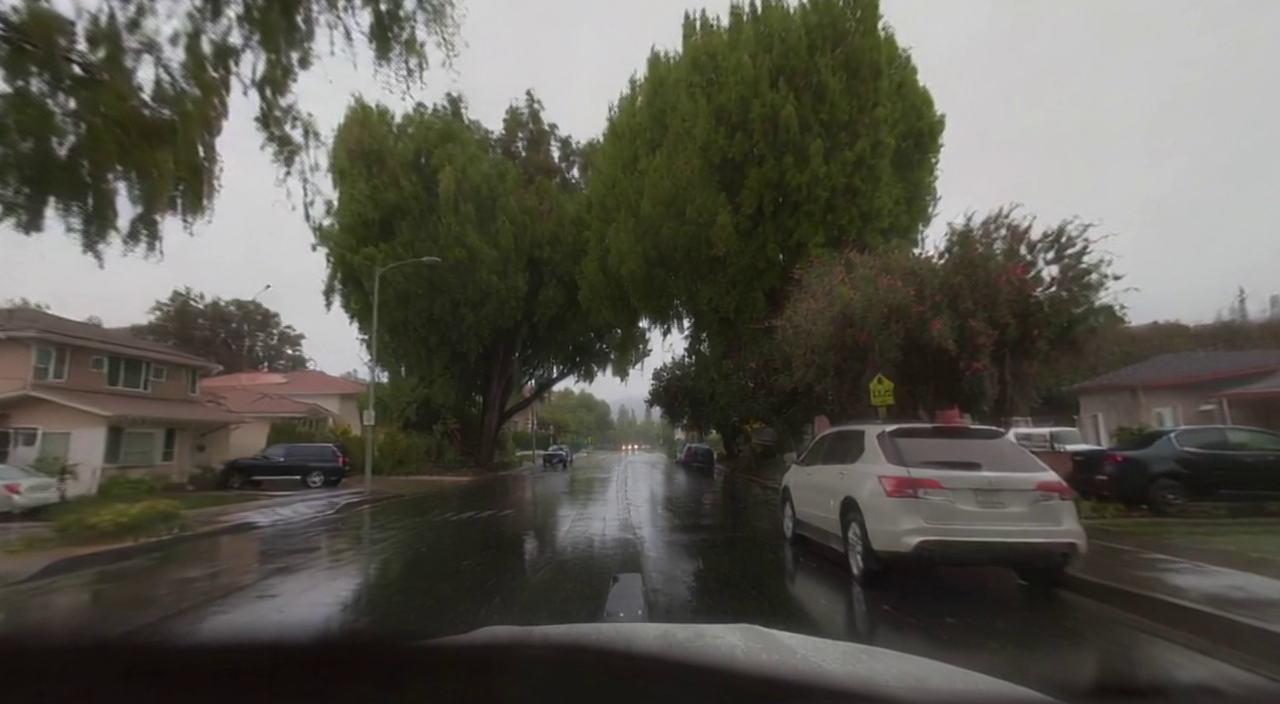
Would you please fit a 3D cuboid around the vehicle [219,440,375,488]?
[{"bbox_3d":[-13.298,4.355,24.749,4.928,1.797,1.981,0,-8,2],"label":"vehicle"}]

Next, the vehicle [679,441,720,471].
[{"bbox_3d":[3.282,5.811,35.610,2.016,1.567,4.228,0,-8,1],"label":"vehicle"}]

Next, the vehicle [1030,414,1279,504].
[{"bbox_3d":[10.448,1.955,11.688,5.041,1.486,1.969,-2,-9,14],"label":"vehicle"}]

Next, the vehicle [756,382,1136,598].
[{"bbox_3d":[3.160,1.572,8.139,2.241,1.875,5.059,0,-8,-1],"label":"vehicle"}]
